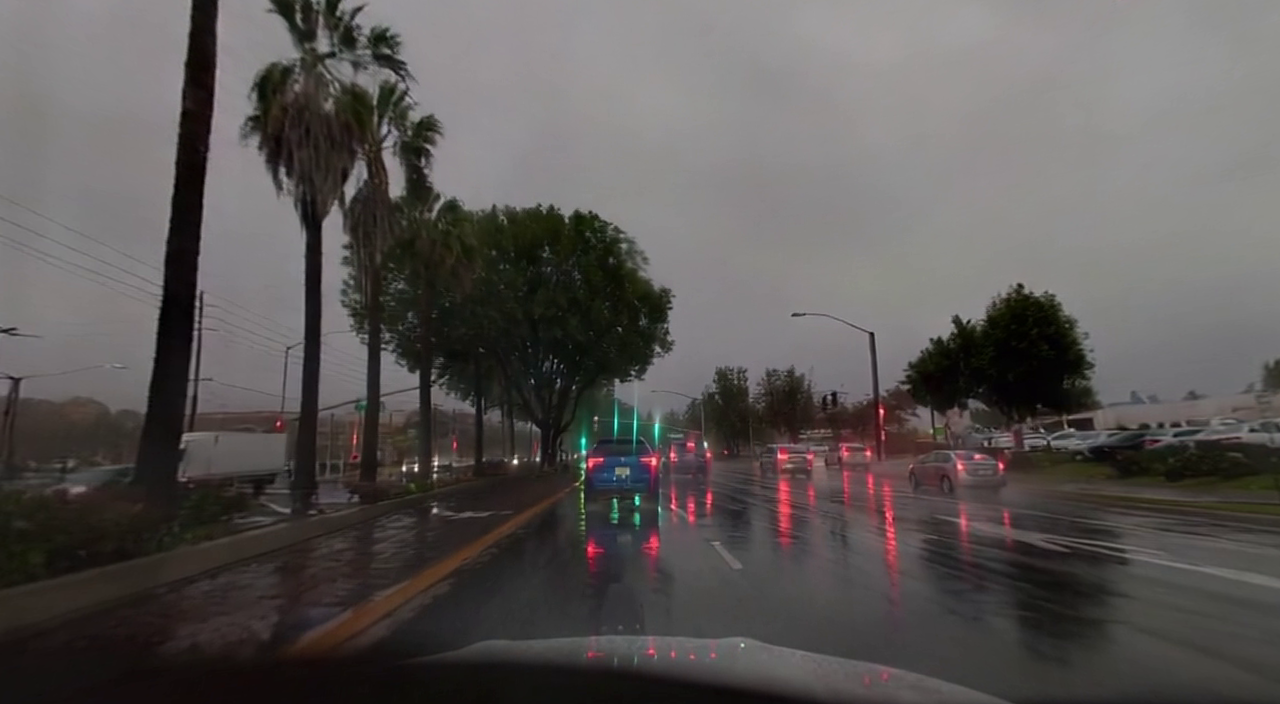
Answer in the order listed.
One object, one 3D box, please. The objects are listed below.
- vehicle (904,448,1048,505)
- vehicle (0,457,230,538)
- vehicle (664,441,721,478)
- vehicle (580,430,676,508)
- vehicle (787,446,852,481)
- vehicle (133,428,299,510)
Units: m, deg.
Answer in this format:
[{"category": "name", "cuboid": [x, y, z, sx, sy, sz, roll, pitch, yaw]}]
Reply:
[{"category": "vehicle", "cuboid": [9.911, 3.675, 19.089, 1.967, 1.485, 4.267, 0, -9, 0]}, {"category": "vehicle", "cuboid": [-11.816, 3.208, 14.537, 1.965, 1.475, 4.209, 0, -9, -1]}, {"category": "vehicle", "cuboid": [3.036, 6.430, 38.193, 2.773, 2.021, 6.212, 0, -9, -1]}, {"category": "vehicle", "cuboid": [-0.343, 3.275, 18.177, 2.402, 1.938, 4.535, 0, -9, -1]}, {"category": "vehicle", "cuboid": [9.758, 6.088, 34.761, 2.155, 1.779, 4.582, 0, -9, -1]}, {"category": "vehicle", "cuboid": [-19.076, 5.261, 29.151, 2.901, 3.039, 7.160, -4, -8, -2]}]
